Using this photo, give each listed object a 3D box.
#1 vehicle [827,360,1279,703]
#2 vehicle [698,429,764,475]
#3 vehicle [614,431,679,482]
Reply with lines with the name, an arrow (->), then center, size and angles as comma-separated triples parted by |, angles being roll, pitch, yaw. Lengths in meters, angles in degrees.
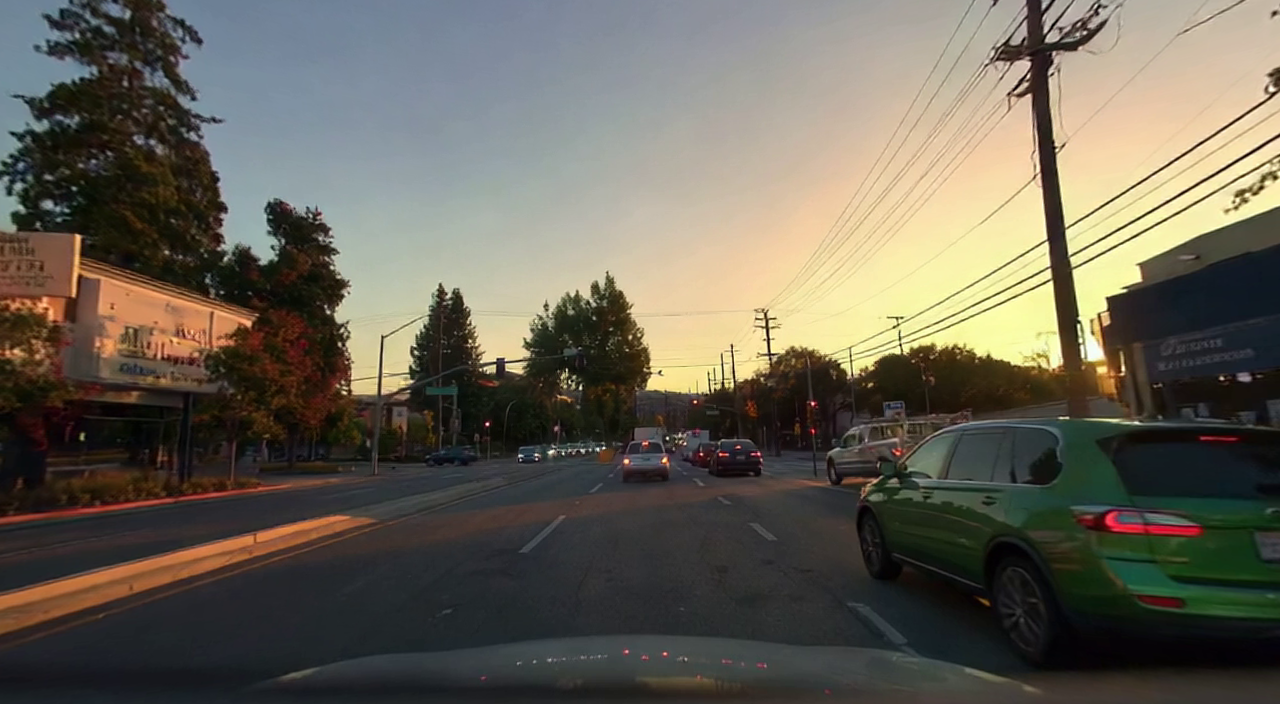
vehicle -> 3.082, 1.153, 4.800 | 1.998, 1.620, 4.267 | 0, -9, 0
vehicle -> 3.800, 4.301, 27.241 | 2.060, 1.789, 4.712 | 0, -9, -1
vehicle -> 0.226, 3.760, 22.964 | 2.149, 1.668, 3.962 | 0, -9, 0
